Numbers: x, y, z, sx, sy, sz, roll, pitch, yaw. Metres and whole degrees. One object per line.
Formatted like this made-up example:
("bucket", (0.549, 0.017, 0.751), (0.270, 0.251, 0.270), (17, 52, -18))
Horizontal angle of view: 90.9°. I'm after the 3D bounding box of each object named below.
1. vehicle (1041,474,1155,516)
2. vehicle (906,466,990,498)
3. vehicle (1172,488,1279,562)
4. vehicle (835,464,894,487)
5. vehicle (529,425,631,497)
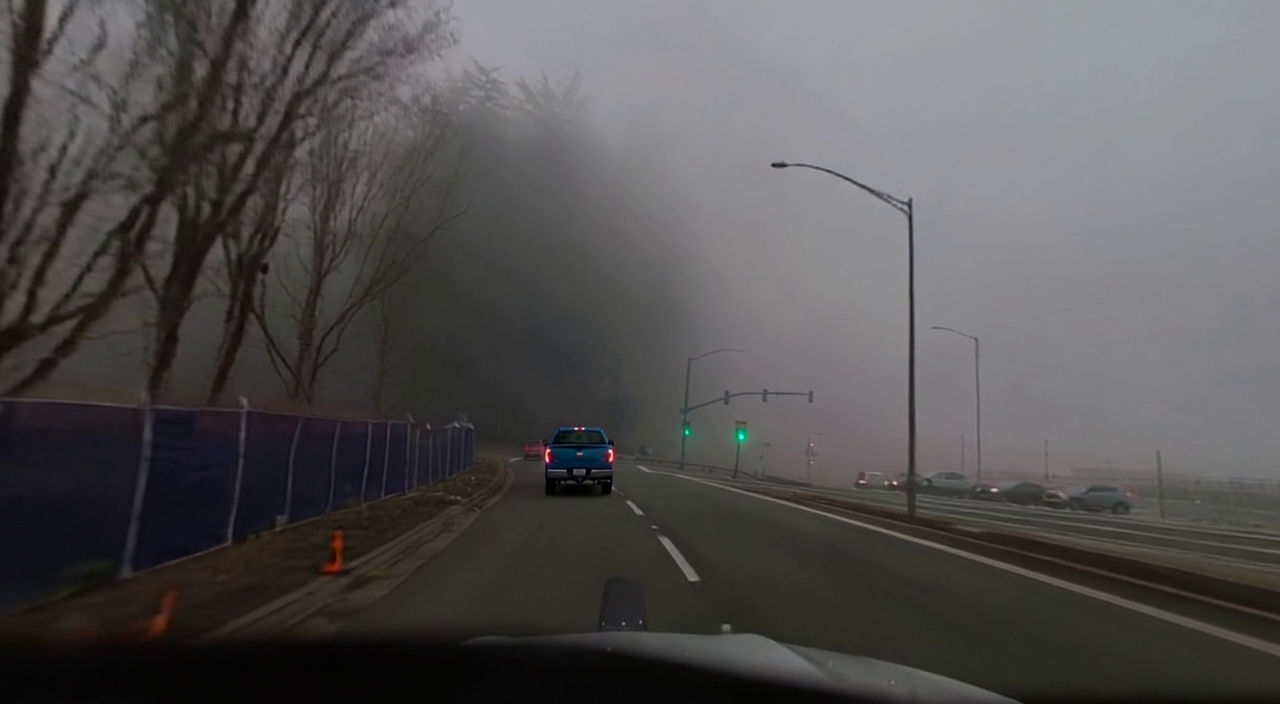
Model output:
("vehicle", (22.500, 7.008, 31.230), (1.841, 1.673, 4.470), (1, -8, -8))
("vehicle", (17.539, 7.411, 36.185), (1.884, 1.622, 4.485), (3, -10, -13))
("vehicle", (14.921, 3.952, 14.257), (1.862, 1.387, 4.168), (1, -8, -7))
("vehicle", (15.874, 8.778, 44.870), (1.808, 1.467, 4.360), (3, -10, -14))
("vehicle", (-1.672, 2.983, 17.816), (2.436, 1.698, 5.322), (1, -8, -5))
